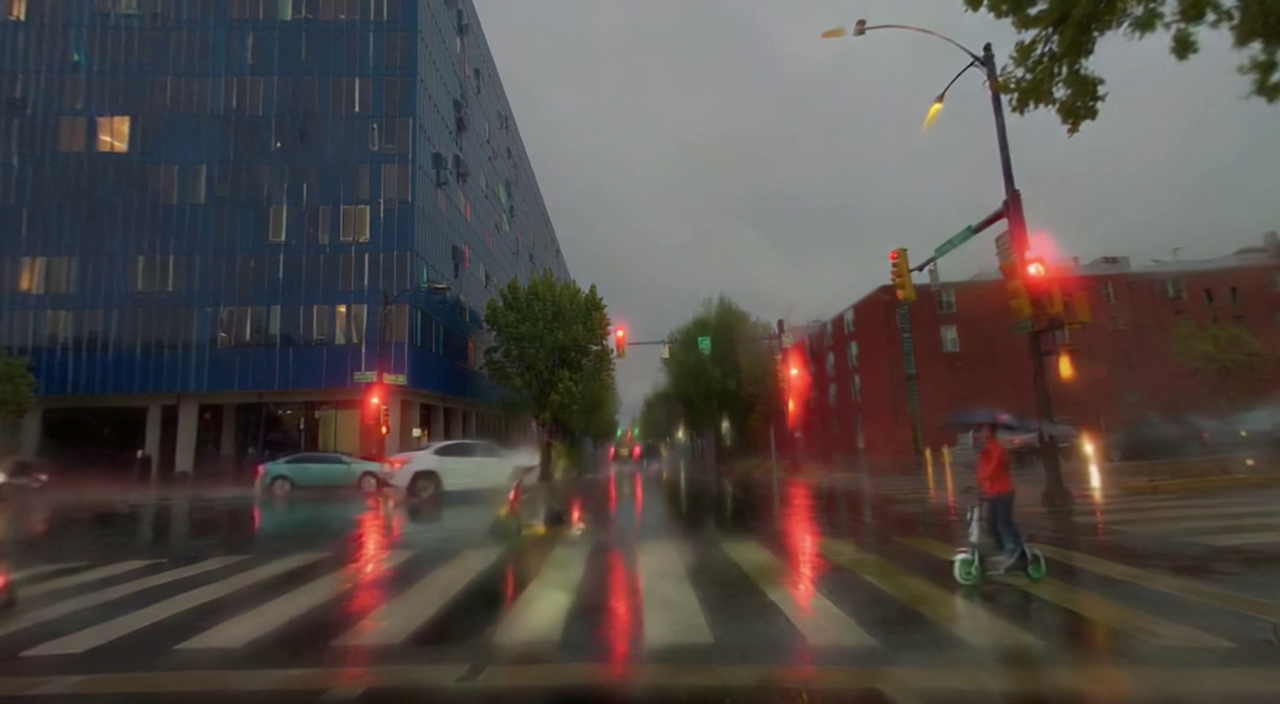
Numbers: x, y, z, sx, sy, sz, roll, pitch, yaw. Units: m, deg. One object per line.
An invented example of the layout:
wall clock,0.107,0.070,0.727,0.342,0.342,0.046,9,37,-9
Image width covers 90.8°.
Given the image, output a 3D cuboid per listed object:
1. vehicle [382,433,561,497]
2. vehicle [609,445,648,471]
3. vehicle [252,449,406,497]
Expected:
vehicle,-5.077,3.376,19.275,4.802,1.724,2.122,5,-10,-31
vehicle,-0.691,6.923,41.528,2.051,1.616,4.641,-1,-8,5
vehicle,-10.598,4.109,21.874,4.485,1.463,2.075,3,-9,-23
